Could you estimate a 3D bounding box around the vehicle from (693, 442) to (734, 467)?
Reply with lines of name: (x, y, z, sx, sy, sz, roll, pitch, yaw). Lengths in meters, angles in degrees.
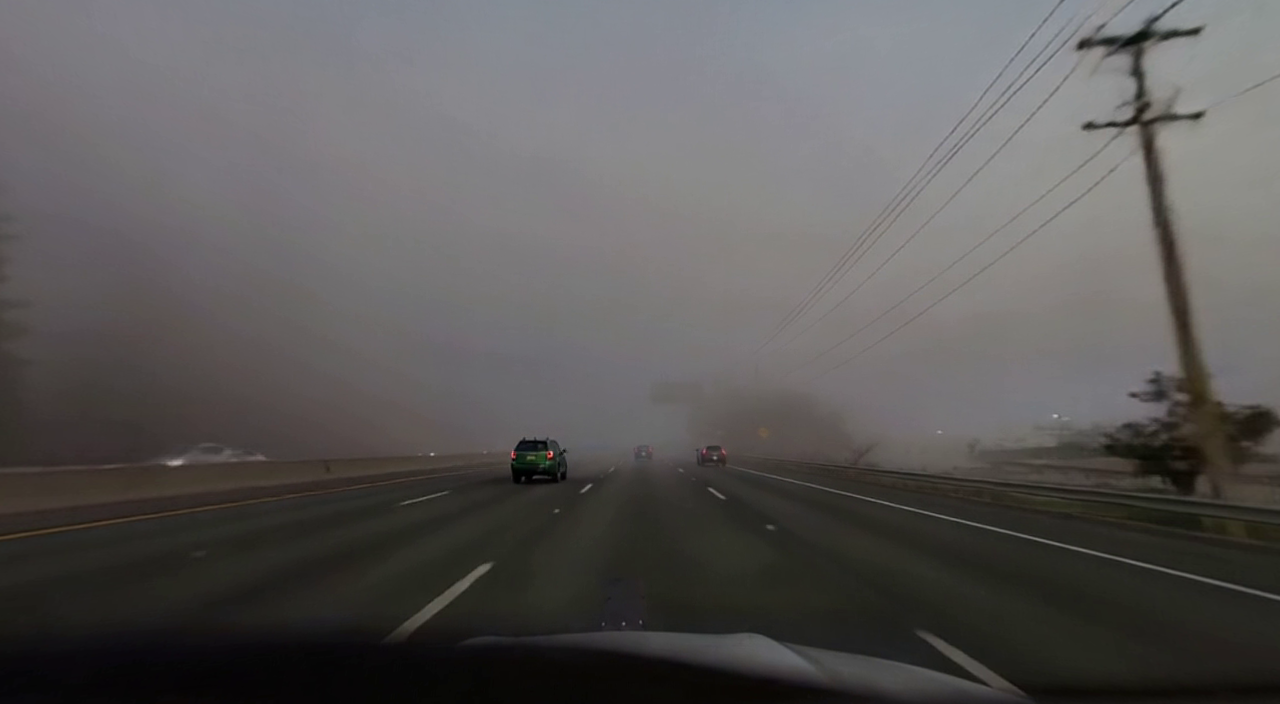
vehicle: (4.461, 6.285, 38.875, 1.964, 1.479, 4.252, 0, -8, 0)

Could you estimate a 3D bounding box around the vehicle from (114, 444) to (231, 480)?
vehicle: (-21.865, 5.125, 29.763, 1.990, 1.548, 4.522, 0, -8, 0)

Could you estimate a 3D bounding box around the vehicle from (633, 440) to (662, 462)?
vehicle: (0.575, 7.738, 49.357, 2.156, 1.647, 3.987, 0, -8, 0)

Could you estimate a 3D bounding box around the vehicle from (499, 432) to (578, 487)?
vehicle: (-3.399, 3.685, 21.941, 1.961, 1.704, 4.052, 0, -8, 1)
